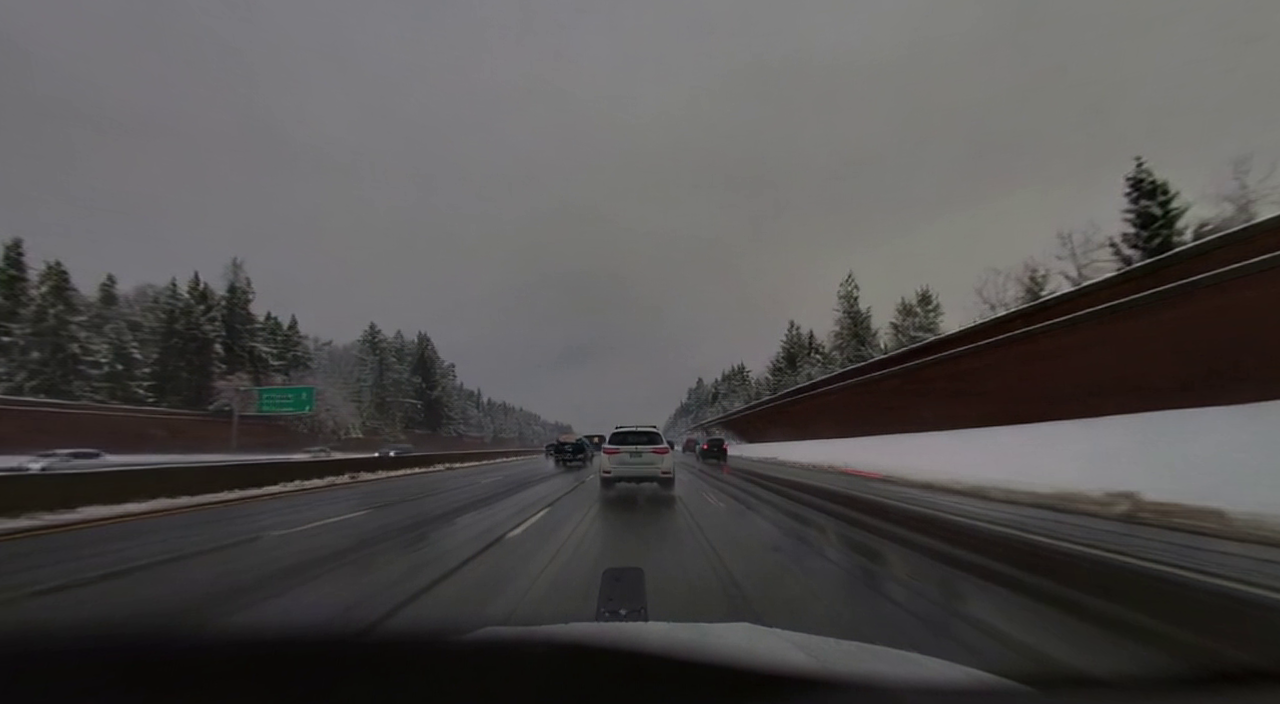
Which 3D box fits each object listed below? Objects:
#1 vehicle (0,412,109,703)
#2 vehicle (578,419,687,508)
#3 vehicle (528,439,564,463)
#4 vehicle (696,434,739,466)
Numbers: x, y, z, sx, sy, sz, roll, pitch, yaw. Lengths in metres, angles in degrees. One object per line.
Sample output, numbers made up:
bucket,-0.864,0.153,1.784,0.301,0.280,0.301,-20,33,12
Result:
vehicle,-3.773,0.747,1.146,1.967,1.442,4.143,0,-9,0
vehicle,-0.141,2.595,15.061,2.233,1.804,4.273,0,-9,0
vehicle,-7.040,7.442,47.625,2.024,1.706,4.249,0,-9,1
vehicle,4.742,6.052,39.129,2.017,1.847,4.299,0,-9,-1
